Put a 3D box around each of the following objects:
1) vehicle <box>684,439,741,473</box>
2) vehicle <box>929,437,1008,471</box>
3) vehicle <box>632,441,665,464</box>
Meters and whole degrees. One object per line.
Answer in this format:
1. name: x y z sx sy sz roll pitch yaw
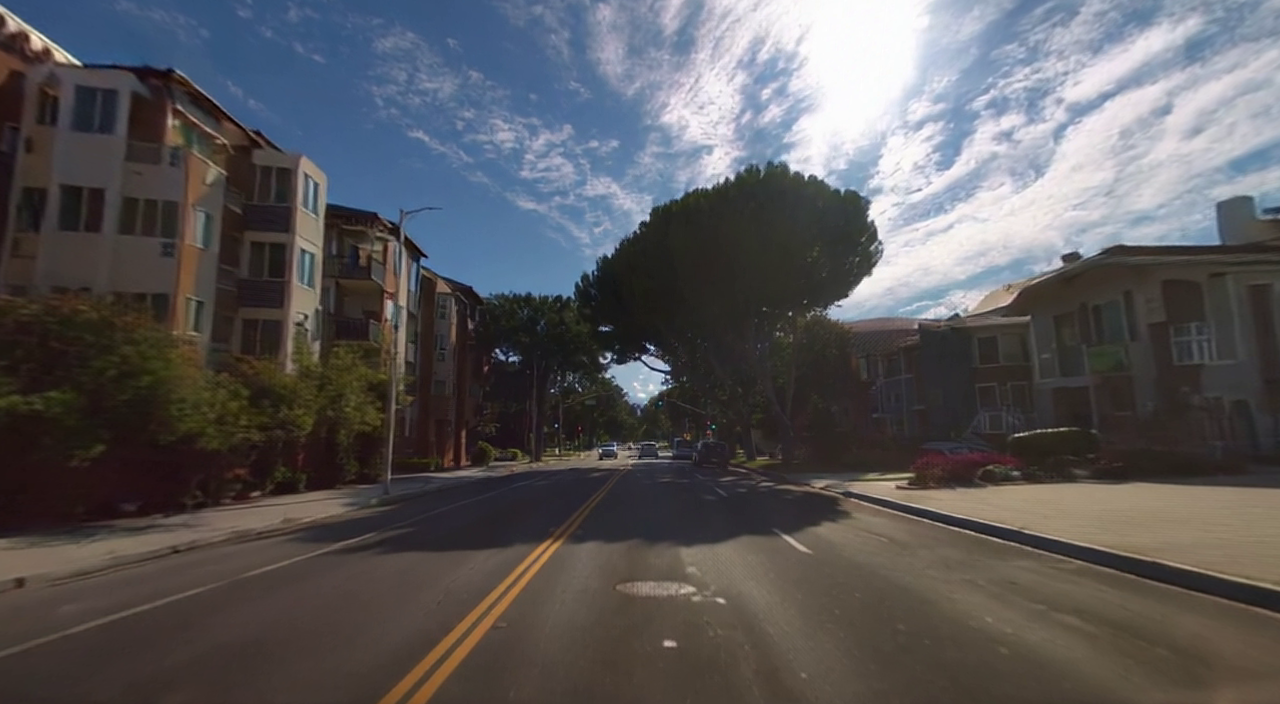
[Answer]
1. vehicle: 3.365 4.964 30.366 2.078 1.488 4.741 0 -9 -1
2. vehicle: 18.030 5.618 34.779 1.831 1.778 3.787 1 -9 -9
3. vehicle: 0.547 6.761 42.552 2.097 1.463 4.043 0 -9 0
